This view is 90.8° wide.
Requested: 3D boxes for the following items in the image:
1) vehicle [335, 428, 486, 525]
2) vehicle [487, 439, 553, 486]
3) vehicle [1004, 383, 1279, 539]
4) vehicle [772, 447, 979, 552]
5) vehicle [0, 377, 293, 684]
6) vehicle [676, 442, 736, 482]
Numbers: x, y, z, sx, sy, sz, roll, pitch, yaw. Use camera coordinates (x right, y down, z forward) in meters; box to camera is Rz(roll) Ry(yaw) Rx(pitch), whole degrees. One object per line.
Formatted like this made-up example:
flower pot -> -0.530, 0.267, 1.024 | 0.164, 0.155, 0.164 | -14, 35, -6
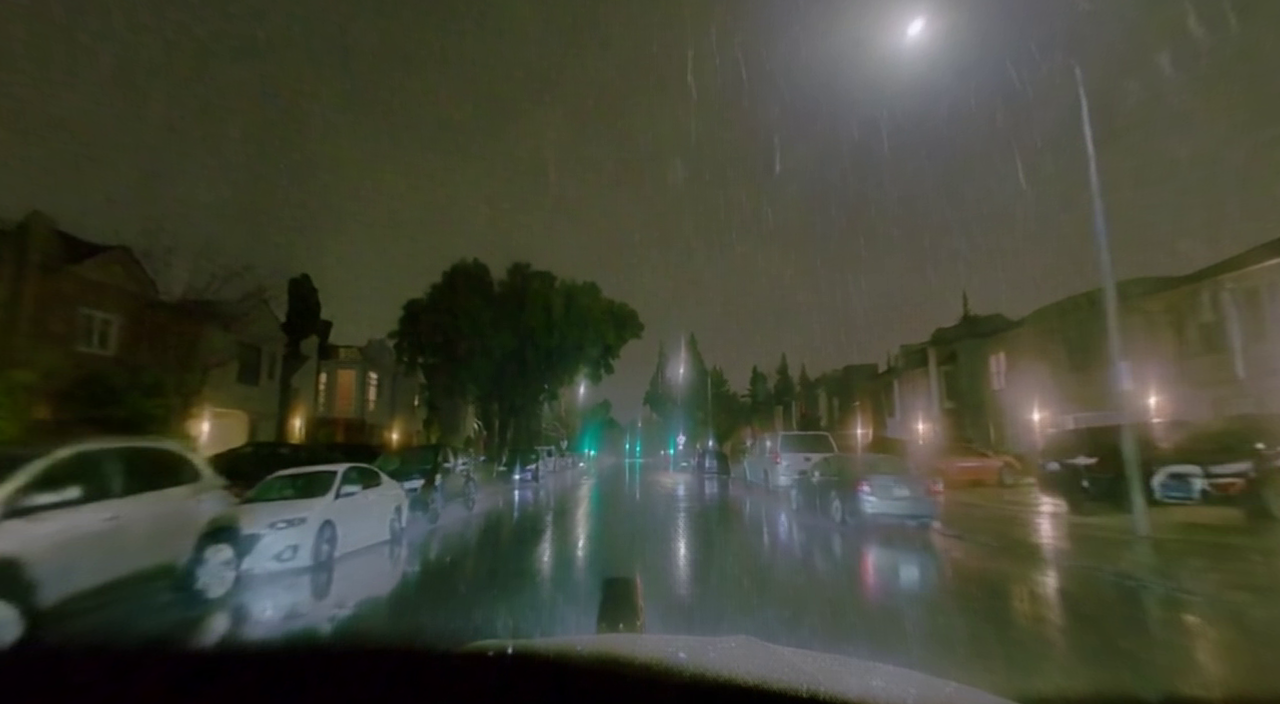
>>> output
vehicle -> -5.121, 2.862, 14.978 | 2.022, 1.822, 5.002 | -1, -9, -4
vehicle -> -5.087, 4.795, 27.488 | 2.035, 1.822, 4.348 | 0, -10, -1
vehicle -> 9.084, 1.922, 10.943 | 2.392, 1.979, 5.752 | 1, -10, 3
vehicle -> 4.128, 2.622, 12.196 | 1.850, 1.516, 5.066 | 0, -8, -3
vehicle -> -5.021, 1.358, 5.299 | 2.007, 1.861, 4.101 | 0, -10, -3
vehicle -> 3.457, 5.895, 34.398 | 2.415, 1.963, 5.688 | 0, -8, -2
